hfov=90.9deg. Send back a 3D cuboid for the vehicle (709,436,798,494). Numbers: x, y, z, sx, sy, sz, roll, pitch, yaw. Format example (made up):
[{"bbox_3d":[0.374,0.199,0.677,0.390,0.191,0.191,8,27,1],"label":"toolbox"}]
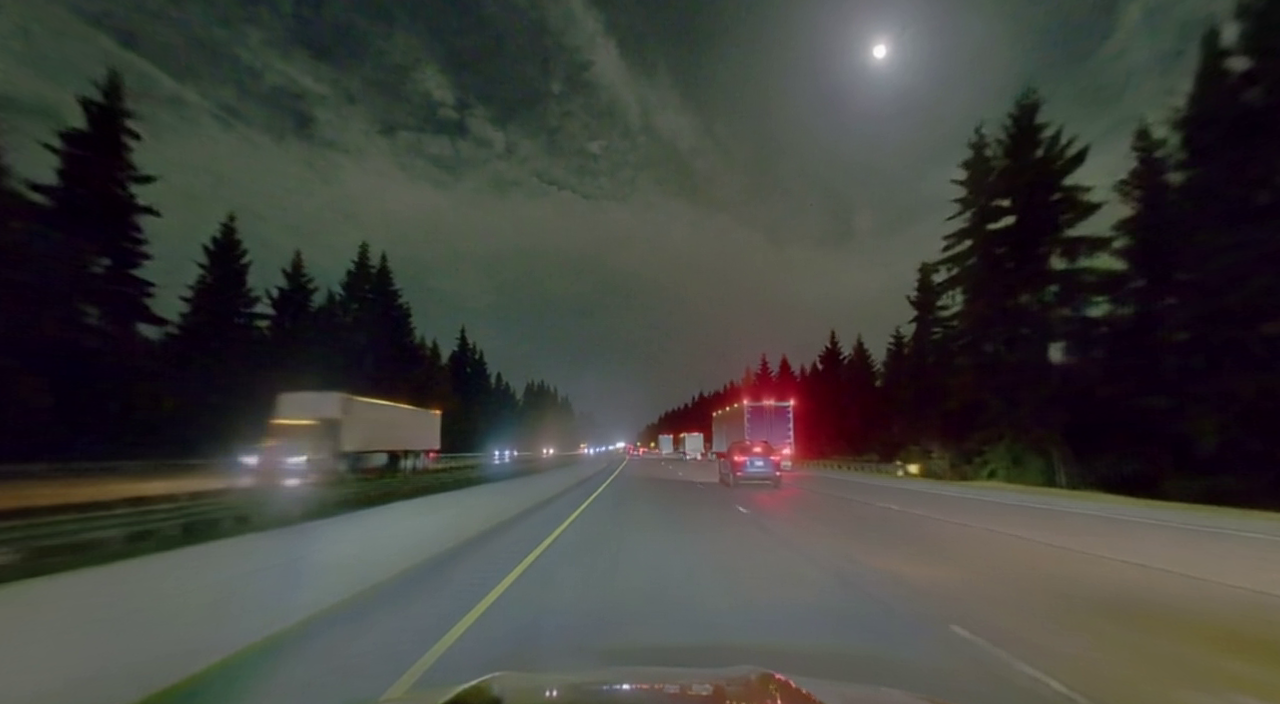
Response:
[{"bbox_3d":[3.547,3.612,20.445,2.022,1.658,4.132,0,-9,-1],"label":"vehicle"}]

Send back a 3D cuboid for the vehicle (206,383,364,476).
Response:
[{"bbox_3d":[-15.772,3.624,28.740,3.199,3.740,6.535,0,-9,0],"label":"vehicle"}]
